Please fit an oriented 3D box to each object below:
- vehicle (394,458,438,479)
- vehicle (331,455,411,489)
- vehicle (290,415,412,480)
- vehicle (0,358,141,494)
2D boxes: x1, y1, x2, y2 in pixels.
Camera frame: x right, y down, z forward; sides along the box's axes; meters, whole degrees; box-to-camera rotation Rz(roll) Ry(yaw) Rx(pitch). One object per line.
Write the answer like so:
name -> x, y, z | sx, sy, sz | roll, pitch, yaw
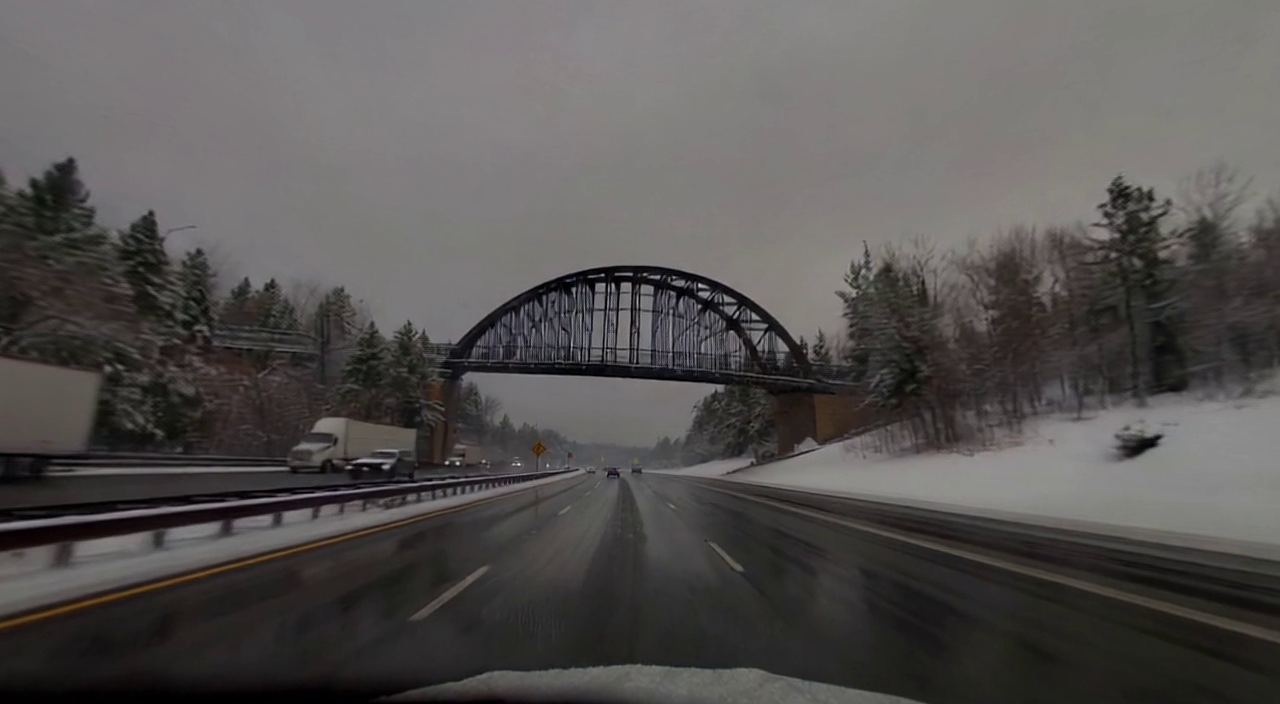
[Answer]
vehicle -> -17.142, 8.971, 48.433 | 1.840, 1.507, 4.495 | 1, -10, -2
vehicle -> -13.022, 5.853, 30.856 | 1.929, 1.472, 4.735 | 1, -10, -1
vehicle -> -20.955, 7.384, 47.259 | 2.878, 4.058, 14.069 | 1, -10, -2
vehicle -> -20.297, 2.355, 19.561 | 2.849, 3.950, 8.059 | 1, -10, -1
